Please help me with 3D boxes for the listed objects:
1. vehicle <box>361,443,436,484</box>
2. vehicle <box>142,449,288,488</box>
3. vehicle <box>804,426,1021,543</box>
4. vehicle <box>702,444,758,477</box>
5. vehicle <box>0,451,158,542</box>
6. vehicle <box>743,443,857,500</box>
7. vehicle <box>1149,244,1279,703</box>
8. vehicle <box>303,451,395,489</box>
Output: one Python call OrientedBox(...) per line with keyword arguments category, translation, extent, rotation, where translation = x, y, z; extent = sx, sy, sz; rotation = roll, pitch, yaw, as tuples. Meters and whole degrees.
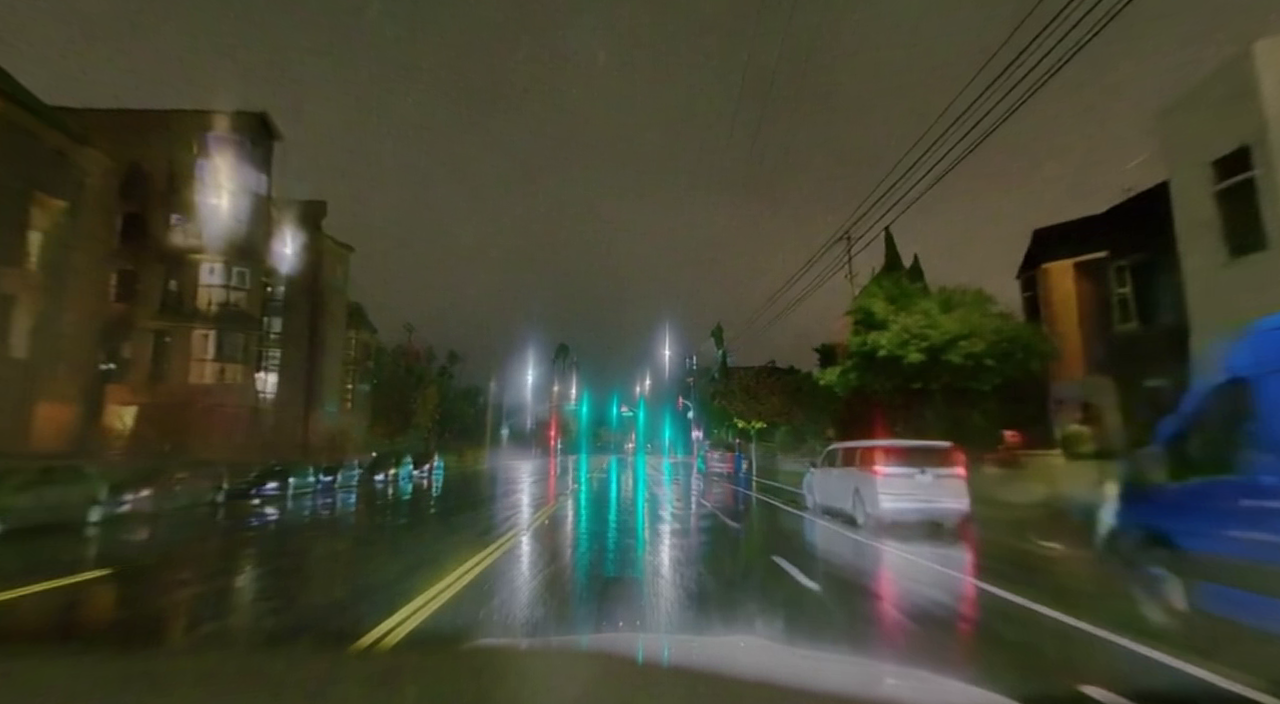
OrientedBox(category="vehicle", translation=(-12.834, 5.915, 33.960), extent=(2.149, 1.865, 5.247), rotation=(-3, -8, -2))
OrientedBox(category="vehicle", translation=(-17.464, 4.773, 26.099), extent=(4.661, 1.523, 1.841), rotation=(0, -9, 0))
OrientedBox(category="vehicle", translation=(4.664, 2.320, 11.765), extent=(1.927, 1.718, 4.679), rotation=(0, -8, 0))
OrientedBox(category="vehicle", translation=(4.385, 5.355, 31.480), extent=(1.923, 1.493, 4.628), rotation=(0, -8, -2))
OrientedBox(category="vehicle", translation=(-12.726, 2.945, 13.027), extent=(1.880, 1.583, 4.652), rotation=(-4, -8, 1))
OrientedBox(category="vehicle", translation=(4.606, 3.496, 18.984), extent=(2.024, 1.491, 4.647), rotation=(0, -8, -3))
OrientedBox(category="vehicle", translation=(4.939, 0.414, 1.442), extent=(2.414, 2.670, 5.833), rotation=(0, -8, -3))
OrientedBox(category="vehicle", translation=(-12.839, 5.218, 28.231), extent=(1.954, 1.491, 4.633), rotation=(0, -8, -1))
